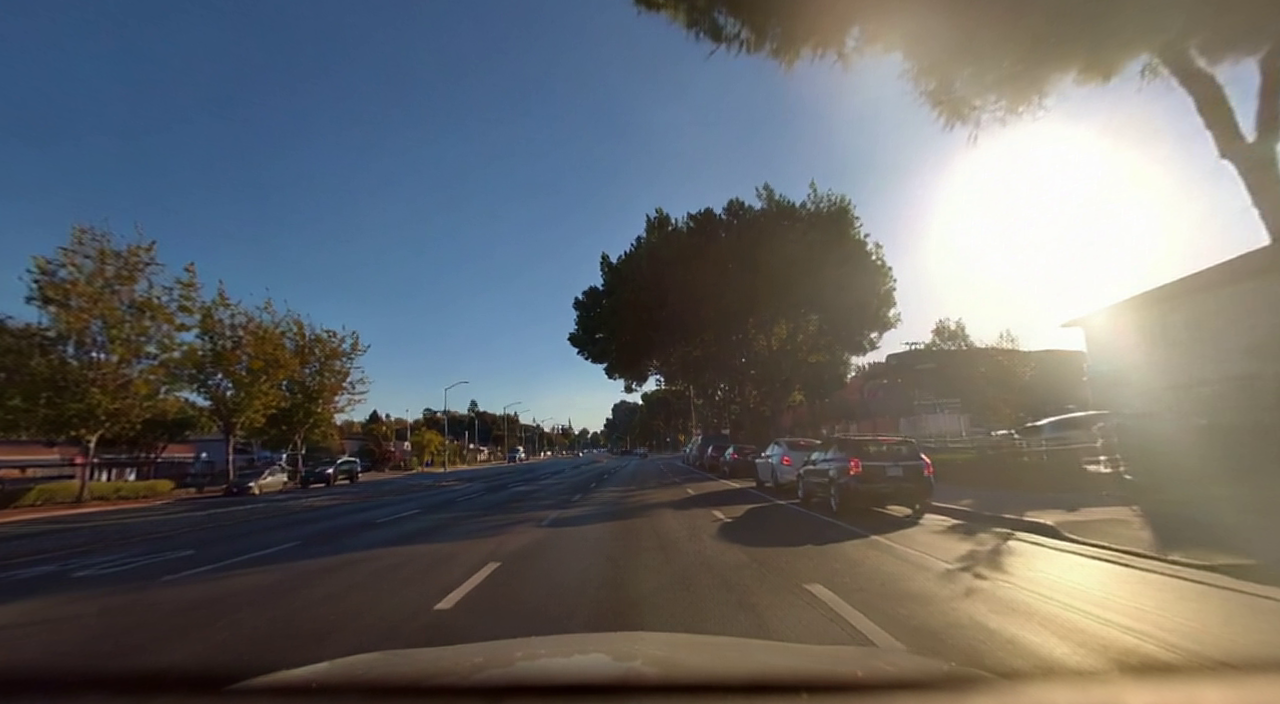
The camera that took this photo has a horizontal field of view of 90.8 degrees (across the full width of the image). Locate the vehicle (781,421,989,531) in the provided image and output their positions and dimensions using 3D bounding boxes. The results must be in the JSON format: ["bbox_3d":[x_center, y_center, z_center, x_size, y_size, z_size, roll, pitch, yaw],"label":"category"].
[{"bbox_3d":[4.441,2.329,12.495,2.094,1.731,4.763,0,-8,-1],"label":"vehicle"}]

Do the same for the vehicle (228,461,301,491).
[{"bbox_3d":[-28.818,9.488,48.561,4.426,1.782,2.056,-5,-8,1],"label":"vehicle"}]

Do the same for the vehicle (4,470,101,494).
[{"bbox_3d":[-41.492,9.197,44.681,4.609,1.553,2.129,0,-9,-1],"label":"vehicle"}]

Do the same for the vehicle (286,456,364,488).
[{"bbox_3d":[-19.570,7.458,39.577,2.166,1.804,4.897,-1,-8,3],"label":"vehicle"}]
